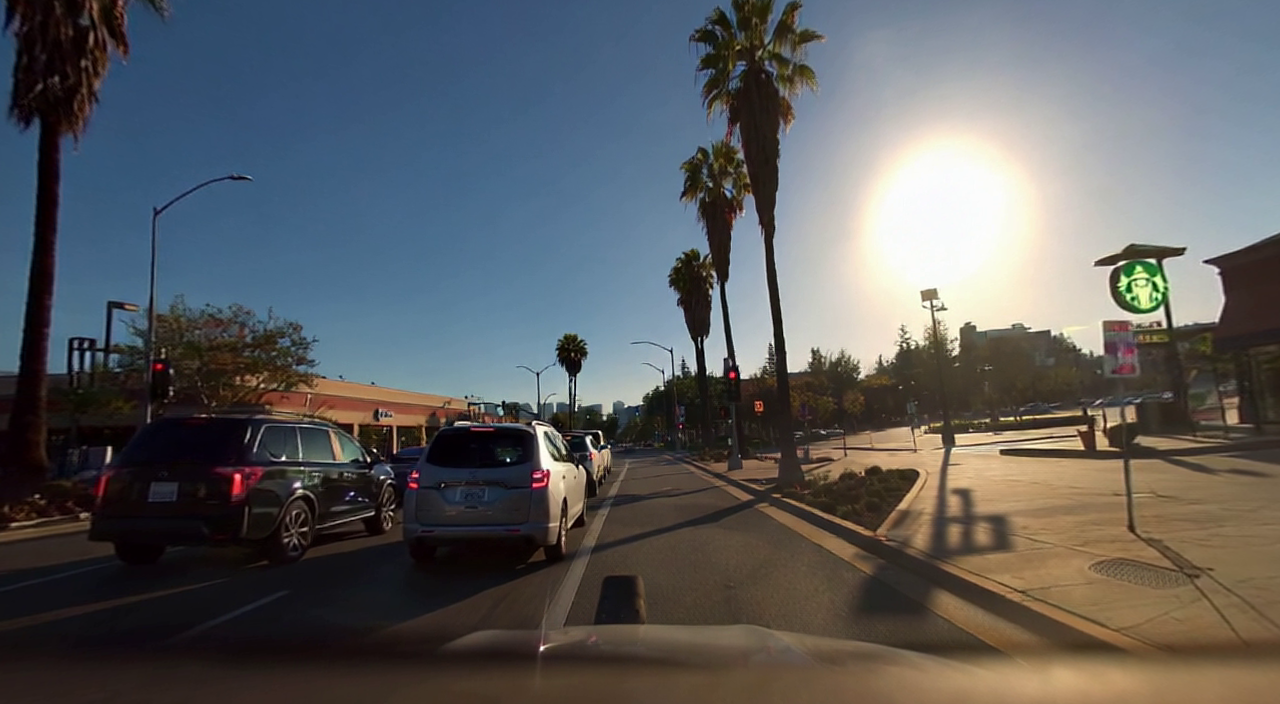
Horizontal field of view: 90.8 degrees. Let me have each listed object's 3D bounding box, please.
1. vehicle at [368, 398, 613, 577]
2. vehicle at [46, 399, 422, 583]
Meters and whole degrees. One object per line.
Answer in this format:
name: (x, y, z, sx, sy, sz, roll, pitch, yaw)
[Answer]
vehicle: (-1.576, 1.667, 8.494, 2.153, 1.759, 4.320, 0, -9, 1)
vehicle: (-5.017, 1.791, 8.958, 2.025, 1.862, 4.804, 0, -9, 1)
